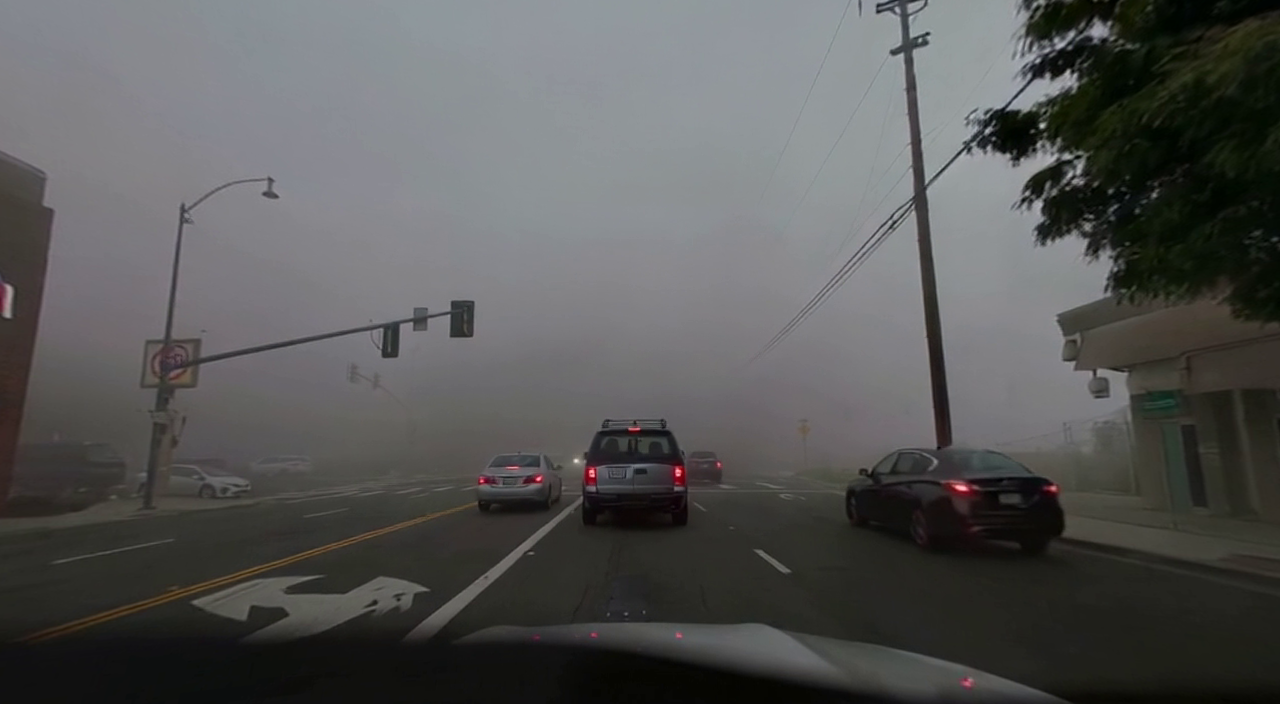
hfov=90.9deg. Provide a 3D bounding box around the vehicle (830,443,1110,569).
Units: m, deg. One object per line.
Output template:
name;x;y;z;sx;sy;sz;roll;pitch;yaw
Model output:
vehicle;4.886;2.297;10.407;1.994;1.545;4.919;0;-8;1

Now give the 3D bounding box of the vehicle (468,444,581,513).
vehicle;-2.858;3.235;16.722;1.975;1.570;4.456;-1;-8;3

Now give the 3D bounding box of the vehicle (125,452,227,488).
vehicle;-26.261;6.670;35.969;2.123;1.820;5.136;0;-8;-4

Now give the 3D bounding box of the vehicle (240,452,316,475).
vehicle;-27.254;8.390;47.537;4.458;1.608;2.051;0;-8;2

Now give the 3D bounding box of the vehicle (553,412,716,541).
vehicle;-0.103;2.413;12.932;2.638;2.065;5.313;0;-8;0

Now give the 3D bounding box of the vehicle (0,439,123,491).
vehicle;-24.146;4.398;24.842;2.131;1.887;6.053;-1;-8;3
